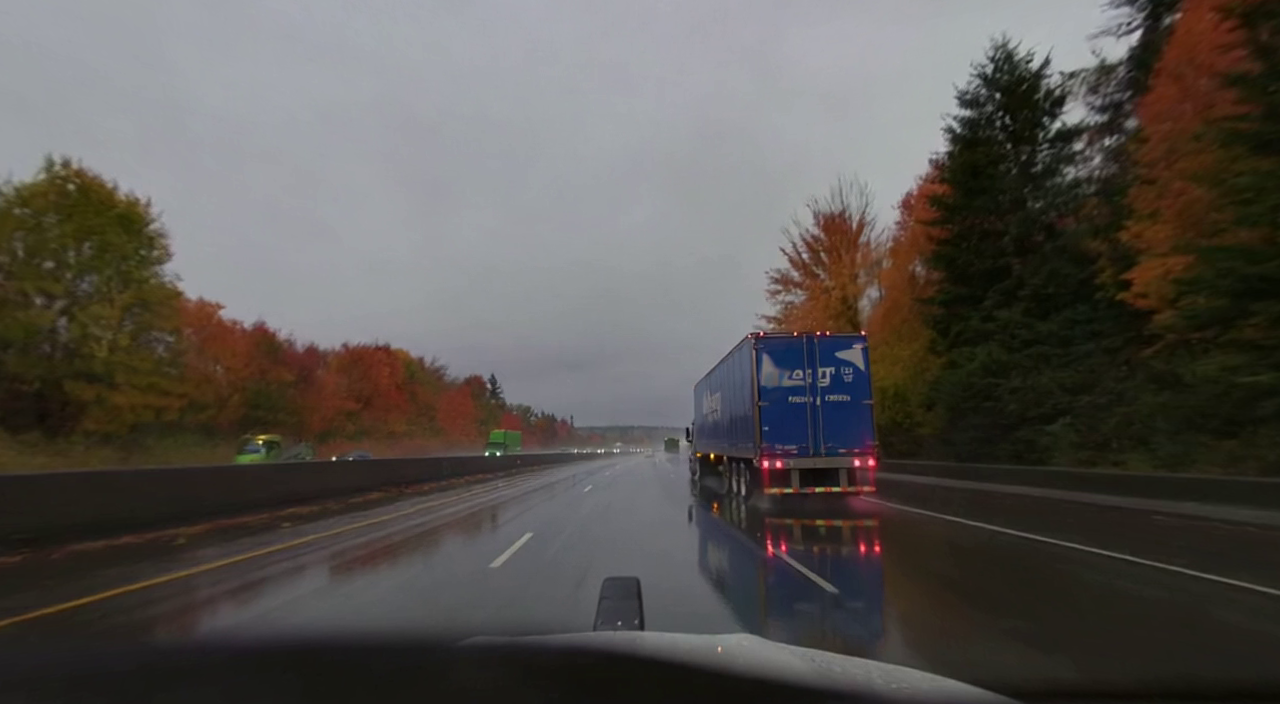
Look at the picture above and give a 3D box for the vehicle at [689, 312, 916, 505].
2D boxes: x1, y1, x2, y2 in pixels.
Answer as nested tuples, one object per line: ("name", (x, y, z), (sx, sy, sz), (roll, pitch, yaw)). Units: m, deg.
("vehicle", (3.899, 2.385, 20.990), (3.003, 3.880, 16.814), (0, -9, 0))
